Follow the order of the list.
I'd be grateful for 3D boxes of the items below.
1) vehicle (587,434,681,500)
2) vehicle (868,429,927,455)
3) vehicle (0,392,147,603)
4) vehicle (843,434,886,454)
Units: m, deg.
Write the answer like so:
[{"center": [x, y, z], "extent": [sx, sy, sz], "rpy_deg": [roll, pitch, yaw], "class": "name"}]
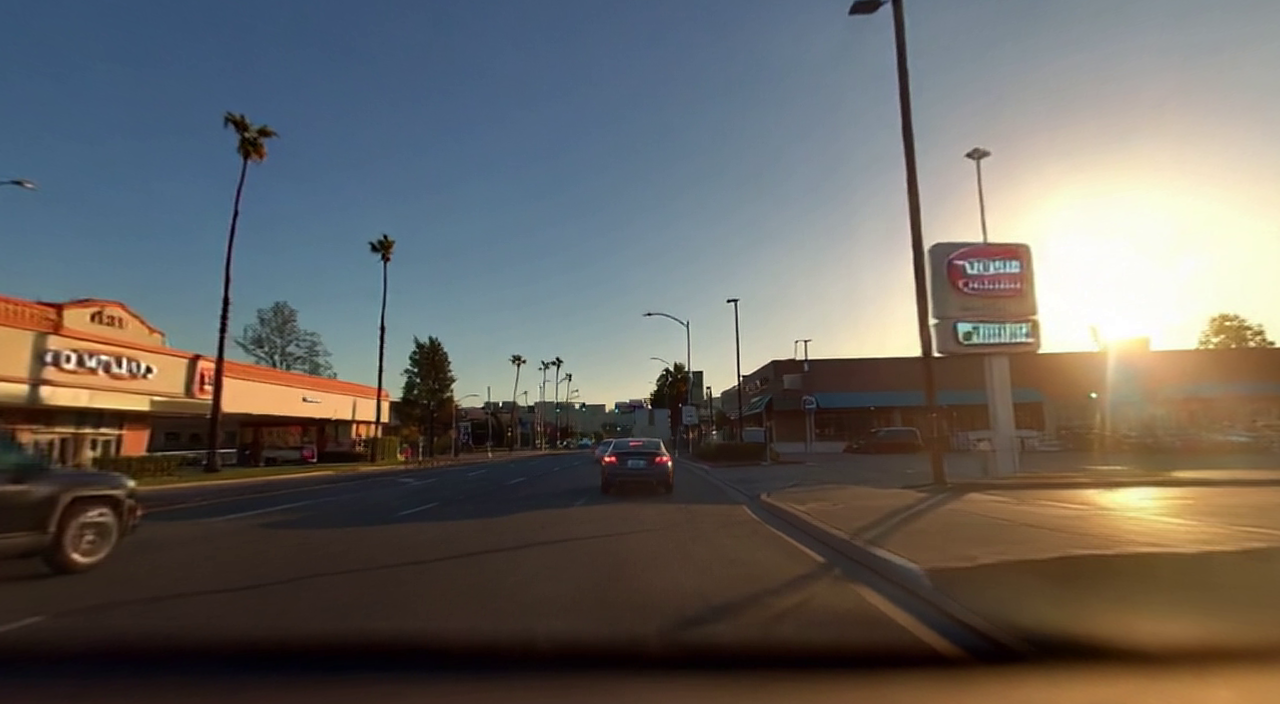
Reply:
[{"center": [-0.095, 2.974, 16.656], "extent": [2.145, 1.483, 4.453], "rpy_deg": [0, -9, 1], "class": "vehicle"}, {"center": [17.398, 6.139, 42.610], "extent": [2.009, 1.630, 4.436], "rpy_deg": [0, -9, -2], "class": "vehicle"}, {"center": [-6.287, 1.064, 4.346], "extent": [2.057, 1.705, 4.394], "rpy_deg": [0, -9, 1], "class": "vehicle"}, {"center": [17.225, 7.116, 48.391], "extent": [1.902, 1.502, 4.395], "rpy_deg": [0, -9, 3], "class": "vehicle"}]
